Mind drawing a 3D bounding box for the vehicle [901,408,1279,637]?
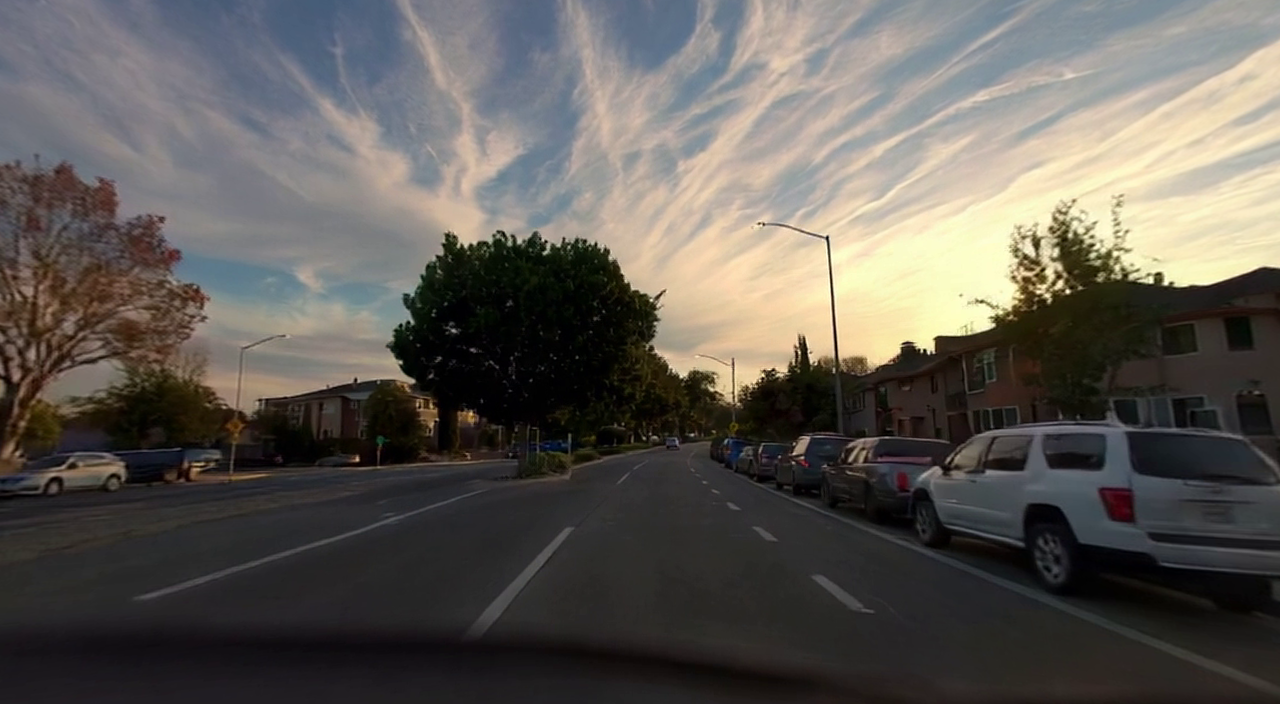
[{"bbox_3d":[4.595,1.532,6.647,2.011,1.649,4.001,0,-8,1],"label":"vehicle"}]

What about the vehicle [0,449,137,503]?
[{"bbox_3d":[-23.064,4.784,24.884,2.060,1.814,5.097,0,-8,2],"label":"vehicle"}]

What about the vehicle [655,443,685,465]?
[{"bbox_3d":[2.114,7.068,43.881,2.011,1.480,4.170,-1,-8,3],"label":"vehicle"}]

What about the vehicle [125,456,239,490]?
[{"bbox_3d":[-22.498,5.914,31.260,1.909,1.451,4.757,-1,-8,3],"label":"vehicle"}]
